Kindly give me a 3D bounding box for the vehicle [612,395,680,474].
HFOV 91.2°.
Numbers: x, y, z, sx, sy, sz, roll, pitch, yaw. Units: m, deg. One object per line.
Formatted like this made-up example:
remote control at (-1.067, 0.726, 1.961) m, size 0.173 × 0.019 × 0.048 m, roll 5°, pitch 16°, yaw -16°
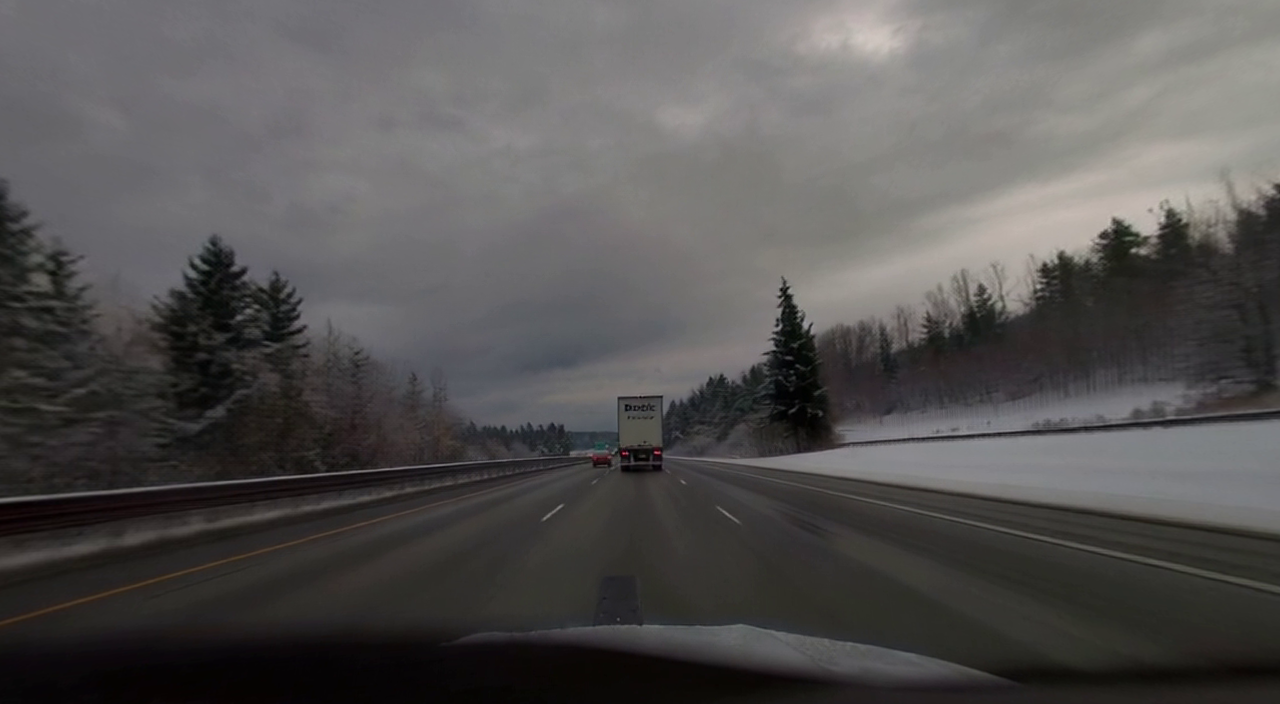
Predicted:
vehicle at (0.313, 5.665, 41.631) m, size 3.537 × 4.071 × 17.399 m, roll 0°, pitch -9°, yaw 0°
